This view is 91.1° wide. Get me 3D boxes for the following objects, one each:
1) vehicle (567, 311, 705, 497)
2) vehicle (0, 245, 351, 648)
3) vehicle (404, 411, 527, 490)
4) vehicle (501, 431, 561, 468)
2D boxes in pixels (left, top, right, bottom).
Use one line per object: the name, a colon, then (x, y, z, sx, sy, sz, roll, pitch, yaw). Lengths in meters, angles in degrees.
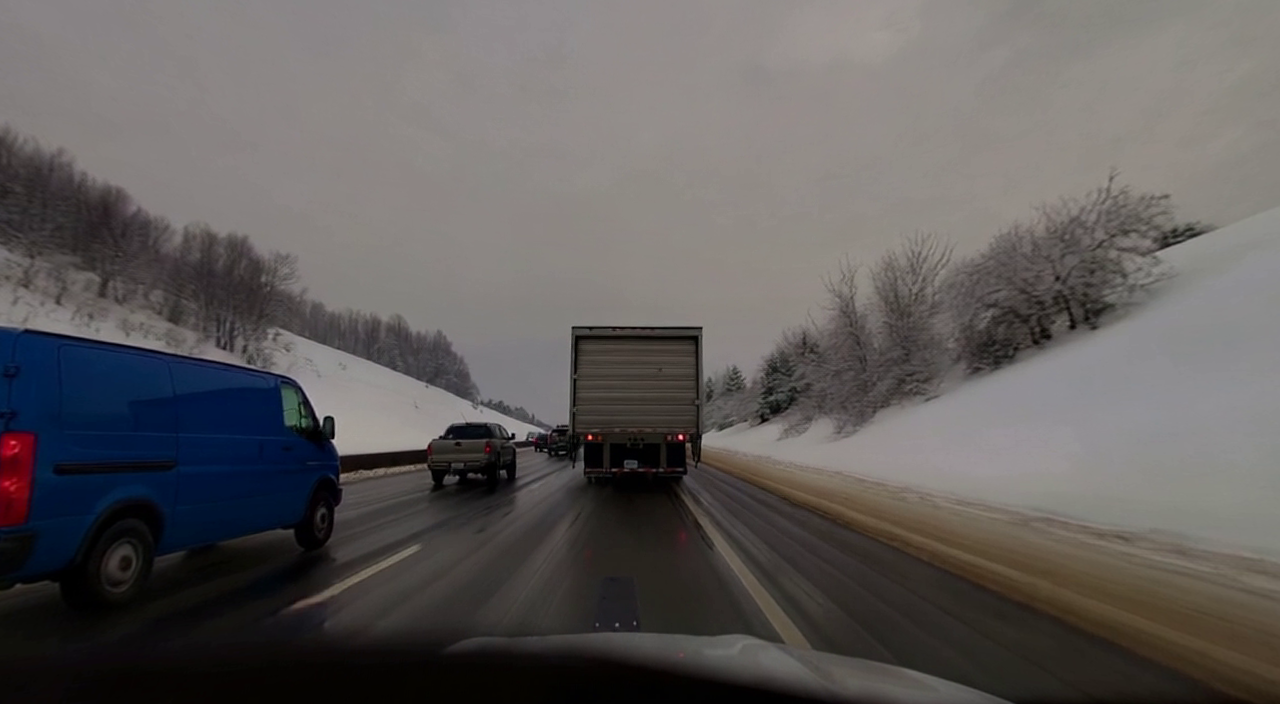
vehicle: (-0.120, 1.775, 18.706, 2.953, 4.041, 10.072, 0, -8, -1)
vehicle: (-5.272, 0.864, 5.941, 2.478, 2.515, 5.438, 0, -8, 0)
vehicle: (-4.904, 2.837, 18.525, 2.168, 1.985, 4.952, 0, -8, 0)
vehicle: (-4.869, 4.426, 28.705, 1.931, 1.539, 4.441, 0, -8, 0)
